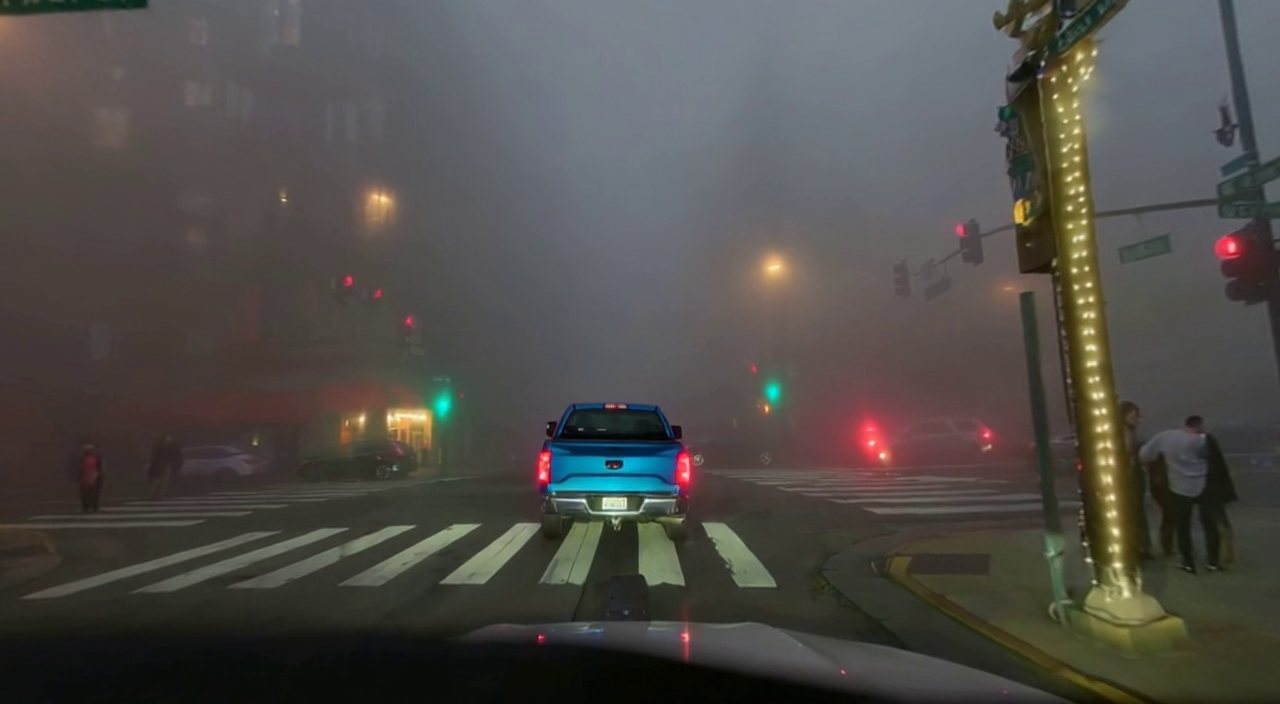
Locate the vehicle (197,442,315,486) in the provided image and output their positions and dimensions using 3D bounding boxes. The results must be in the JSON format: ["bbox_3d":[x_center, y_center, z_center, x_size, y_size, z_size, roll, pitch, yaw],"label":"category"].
[{"bbox_3d":[-18.601,5.430,30.710,4.398,2.057,1.959,0,-8,-2],"label":"vehicle"}]

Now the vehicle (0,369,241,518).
[{"bbox_3d":[-21.825,3.121,21.667,13.729,4.662,3.300,0,-8,0],"label":"vehicle"}]

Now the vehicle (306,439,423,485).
[{"bbox_3d":[-13.289,5.307,30.617,4.799,1.909,2.011,-3,-7,2],"label":"vehicle"}]

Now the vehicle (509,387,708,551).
[{"bbox_3d":[-0.562,1.865,10.711,2.477,2.020,5.534,0,-8,-4],"label":"vehicle"}]

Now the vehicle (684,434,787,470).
[{"bbox_3d":[4.308,4.616,29.102,4.515,1.583,1.920,-1,-8,3],"label":"vehicle"}]

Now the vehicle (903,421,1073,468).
[{"bbox_3d":[11.637,3.128,21.303,4.600,1.506,1.878,0,-8,-1],"label":"vehicle"}]

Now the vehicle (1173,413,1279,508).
[{"bbox_3d":[13.057,1.938,11.735,4.082,1.613,2.211,-3,-12,0],"label":"vehicle"}]
